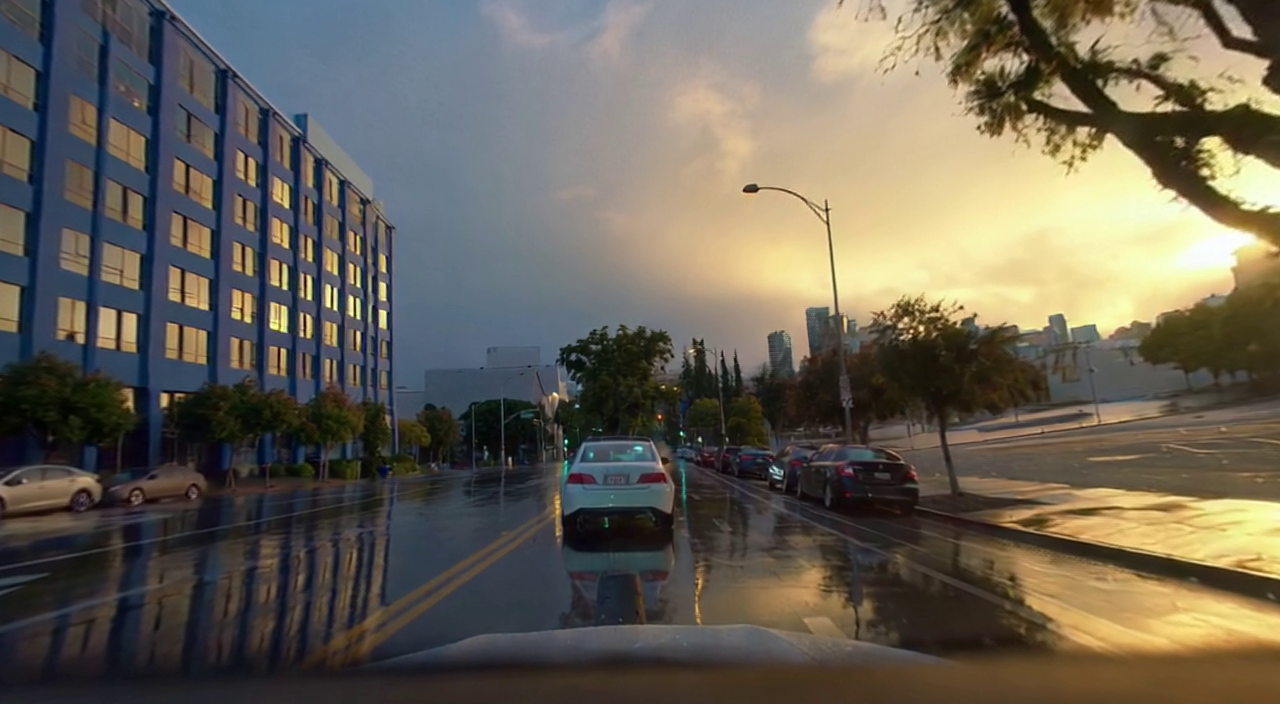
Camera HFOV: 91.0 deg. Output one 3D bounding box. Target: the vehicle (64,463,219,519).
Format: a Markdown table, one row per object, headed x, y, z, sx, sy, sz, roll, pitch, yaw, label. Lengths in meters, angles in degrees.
| x | y | z | sx | sy | sz | roll | pitch | yaw | label |
| --- | --- | --- | --- | --- | --- | --- | --- | --- | --- |
| -18.013 | 5.002 | 23.110 | 2.011 | 1.727 | 4.449 | 1 | -9 | 0 | vehicle |

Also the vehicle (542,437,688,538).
| x | y | z | sx | sy | sz | roll | pitch | yaw | label |
| --- | --- | --- | --- | --- | --- | --- | --- | --- | --- |
| -0.383 | 2.399 | 11.754 | 2.230 | 1.518 | 4.113 | 0 | -9 | 0 | vehicle |

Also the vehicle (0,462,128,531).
| x | y | z | sx | sy | sz | roll | pitch | yaw | label |
| --- | --- | --- | --- | --- | --- | --- | --- | --- | --- |
| -17.613 | 4.068 | 18.054 | 1.909 | 1.658 | 4.559 | 0 | -9 | 1 | vehicle |

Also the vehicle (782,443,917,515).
| x | y | z | sx | sy | sz | roll | pitch | yaw | label |
| --- | --- | --- | --- | --- | --- | --- | --- | --- | --- |
| 4.918 | 3.012 | 15.455 | 1.832 | 1.491 | 4.054 | 1 | -9 | -1 | vehicle |
